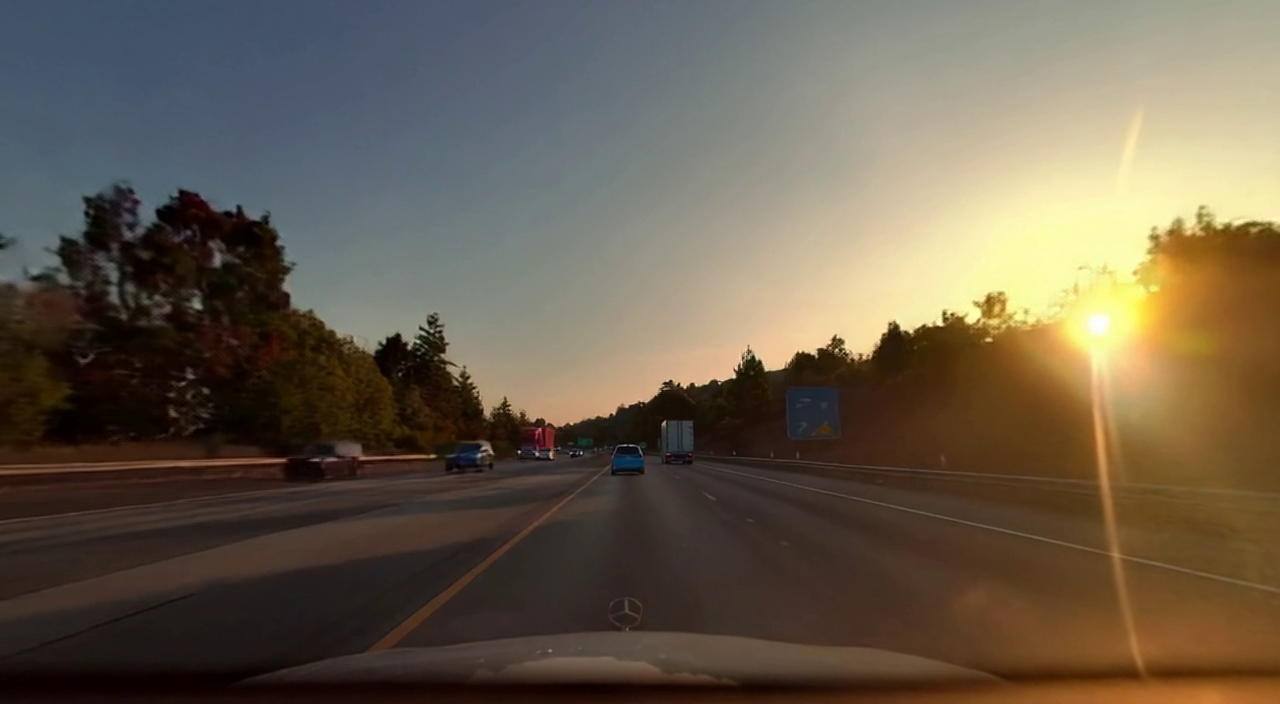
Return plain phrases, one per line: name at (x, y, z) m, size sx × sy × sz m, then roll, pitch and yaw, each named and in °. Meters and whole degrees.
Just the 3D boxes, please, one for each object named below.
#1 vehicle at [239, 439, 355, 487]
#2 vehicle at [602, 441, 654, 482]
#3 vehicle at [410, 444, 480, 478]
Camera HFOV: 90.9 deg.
vehicle at (-12.456, 4.041, 23.260) m, size 1.893 × 1.583 × 4.236 m, roll 0°, pitch -9°, yaw 0°
vehicle at (-0.545, 5.008, 29.050) m, size 2.190 × 1.706 × 4.062 m, roll 0°, pitch -9°, yaw -1°
vehicle at (-9.209, 5.182, 30.220) m, size 1.985 × 1.493 × 4.492 m, roll 0°, pitch -9°, yaw -1°
